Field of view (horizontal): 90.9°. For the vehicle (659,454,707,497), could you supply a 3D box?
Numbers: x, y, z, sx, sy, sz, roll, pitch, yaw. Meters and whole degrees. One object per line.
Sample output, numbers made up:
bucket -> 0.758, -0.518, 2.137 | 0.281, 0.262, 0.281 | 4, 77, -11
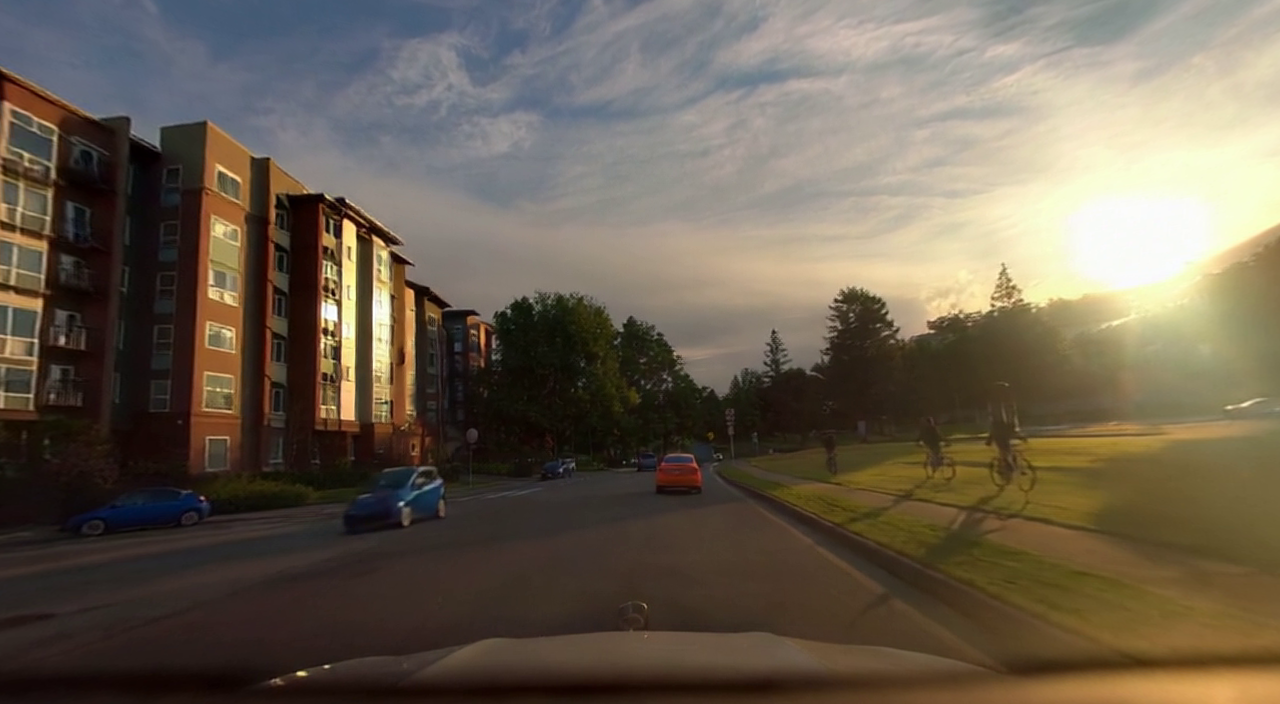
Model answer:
vehicle -> 1.515, 4.386, 22.597 | 1.559, 1.351, 2.452 | -3, -9, 3

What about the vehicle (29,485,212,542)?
vehicle -> -17.784, 5.445, 21.724 | 4.607, 1.409, 2.116 | 7, -12, -43
